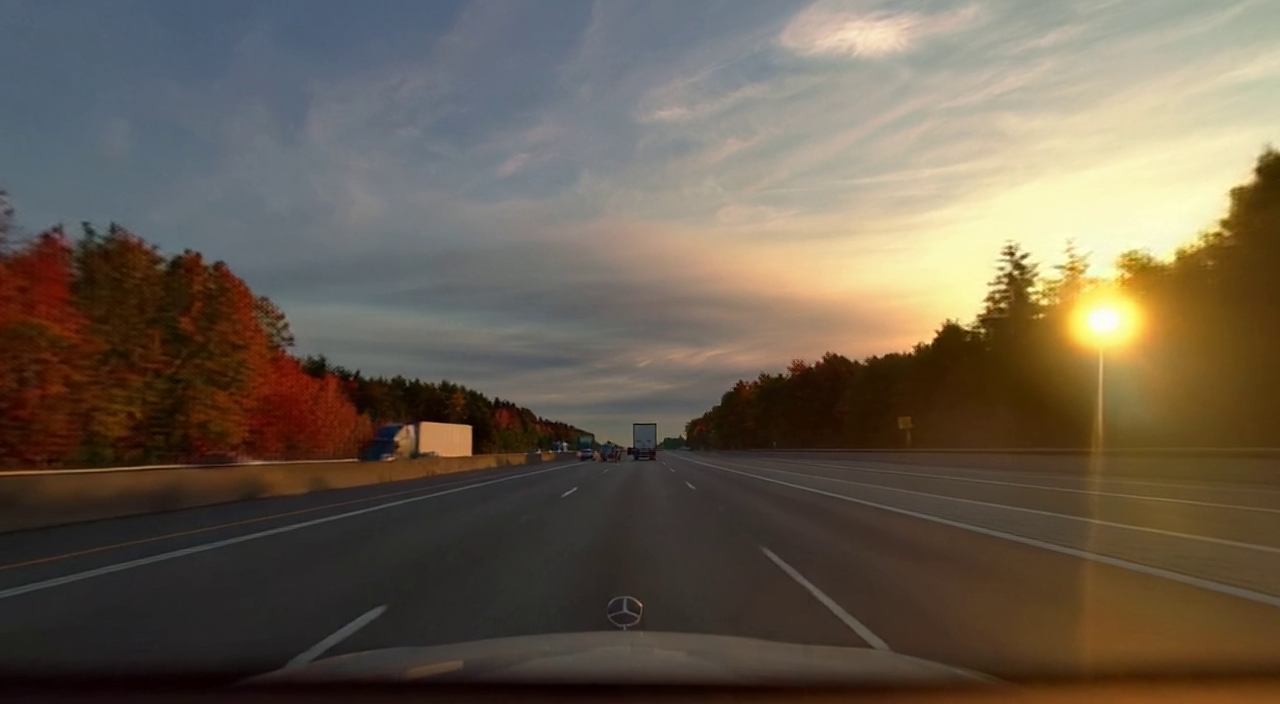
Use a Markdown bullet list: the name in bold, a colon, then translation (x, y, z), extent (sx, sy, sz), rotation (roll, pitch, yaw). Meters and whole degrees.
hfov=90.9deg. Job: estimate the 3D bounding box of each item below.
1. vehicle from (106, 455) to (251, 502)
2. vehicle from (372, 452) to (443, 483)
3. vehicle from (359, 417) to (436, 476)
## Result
- **vehicle**: translation (-16.486, 4.515, 22.859), extent (1.845, 1.469, 4.318), rotation (0, -9, 2)
- **vehicle**: translation (-12.422, 6.181, 33.985), extent (2.032, 1.455, 4.500), rotation (0, -9, 1)
- **vehicle**: translation (-17.192, 6.742, 45.191), extent (3.007, 3.936, 5.906), rotation (0, -8, 1)
